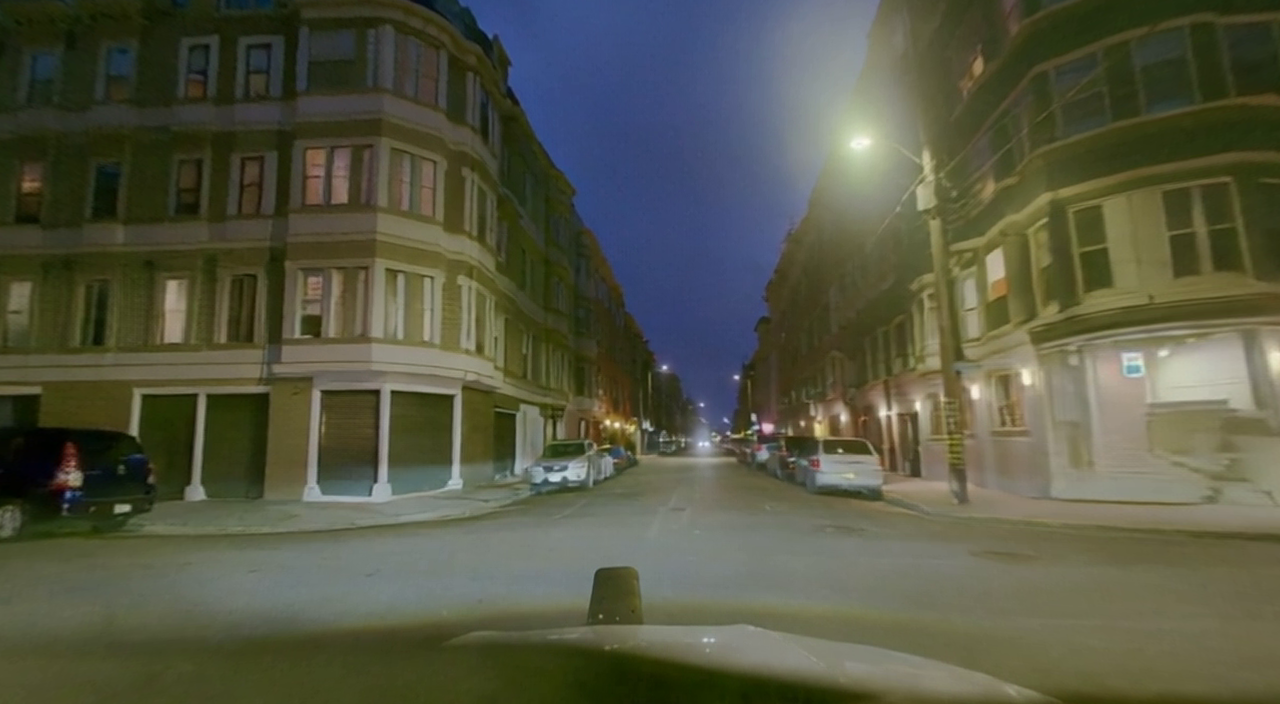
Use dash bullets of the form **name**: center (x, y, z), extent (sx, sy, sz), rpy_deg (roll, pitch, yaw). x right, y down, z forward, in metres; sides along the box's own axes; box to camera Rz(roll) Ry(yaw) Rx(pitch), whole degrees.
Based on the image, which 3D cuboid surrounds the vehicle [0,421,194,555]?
- **vehicle**: center (-9.475, 1.857, 9.068), extent (4.679, 1.631, 2.025), rpy_deg (-1, -8, 6)

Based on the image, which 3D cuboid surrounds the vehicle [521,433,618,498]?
- **vehicle**: center (-1.672, 2.830, 16.188), extent (1.882, 1.459, 3.518), rpy_deg (-1, -8, 3)

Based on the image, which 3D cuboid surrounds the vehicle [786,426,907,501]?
- **vehicle**: center (4.798, 2.611, 15.217), extent (1.868, 1.544, 3.869), rpy_deg (-1, -8, 4)

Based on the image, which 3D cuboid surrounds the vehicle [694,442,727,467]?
- **vehicle**: center (5.228, 7.542, 46.679), extent (2.341, 1.675, 4.360), rpy_deg (-1, -8, 6)
